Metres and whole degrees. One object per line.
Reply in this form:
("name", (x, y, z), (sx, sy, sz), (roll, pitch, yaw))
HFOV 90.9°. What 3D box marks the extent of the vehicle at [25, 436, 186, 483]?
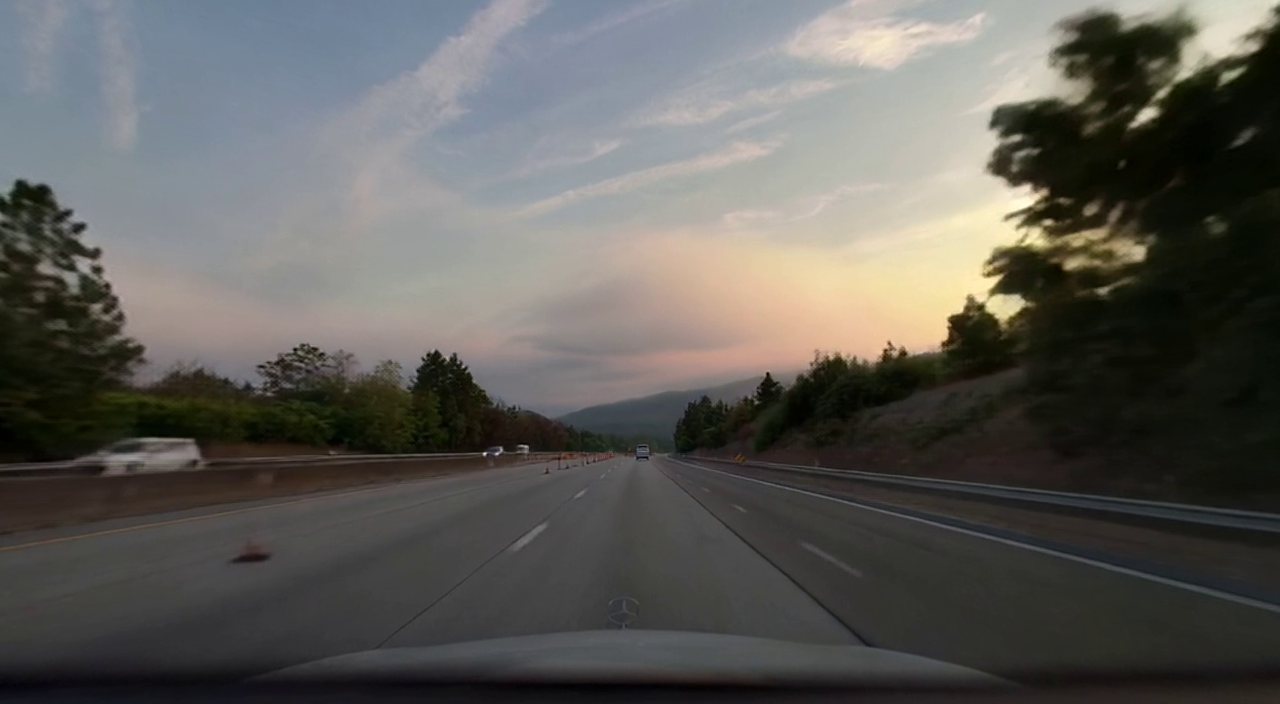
("vehicle", (-20.345, 4.114, 24.352), (1.961, 1.603, 4.774), (0, -9, 1))
